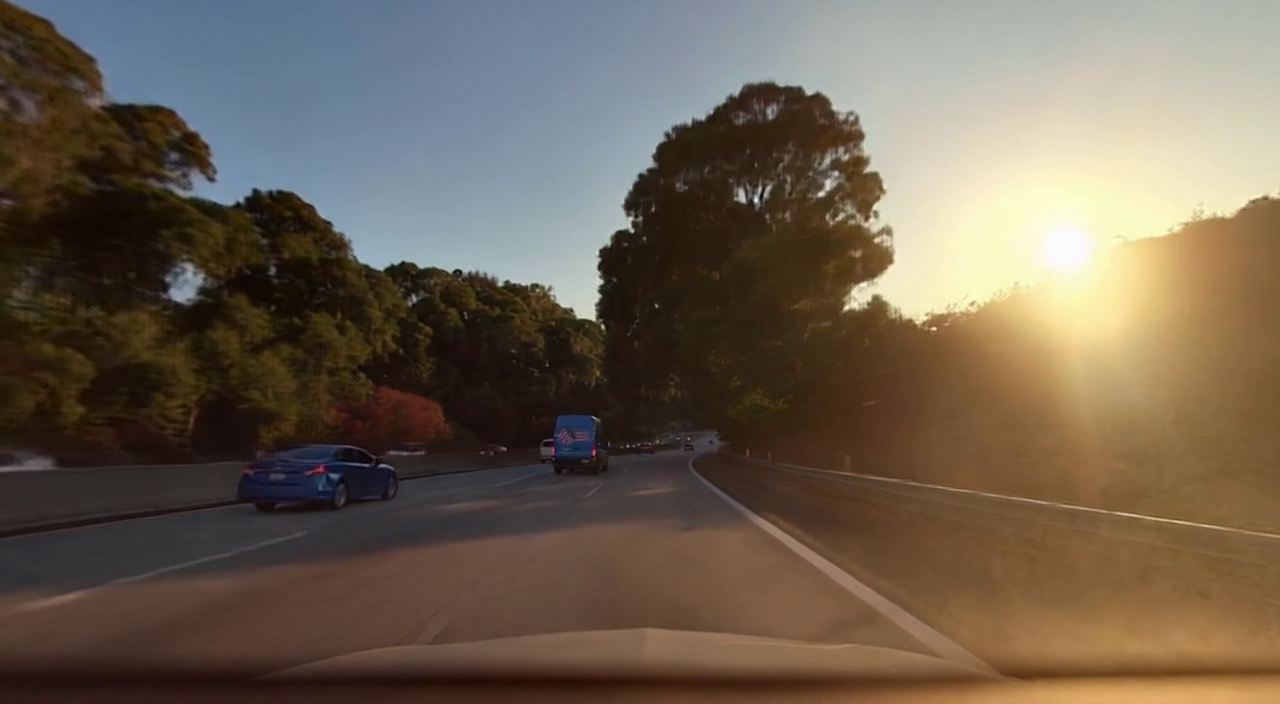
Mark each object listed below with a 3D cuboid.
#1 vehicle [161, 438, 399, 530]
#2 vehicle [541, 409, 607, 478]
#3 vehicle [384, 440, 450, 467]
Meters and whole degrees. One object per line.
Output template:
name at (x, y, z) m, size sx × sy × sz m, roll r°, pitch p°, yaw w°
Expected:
vehicle at (-6.580, 2.425, 12.284) m, size 1.947 × 1.438 × 4.440 m, roll 0°, pitch -8°, yaw 1°
vehicle at (-2.952, 4.286, 29.631) m, size 2.319 × 2.883 × 5.632 m, roll 0°, pitch -8°, yaw 2°
vehicle at (-15.713, 7.200, 44.839) m, size 2.255 × 1.760 × 5.882 m, roll 0°, pitch -8°, yaw 3°
